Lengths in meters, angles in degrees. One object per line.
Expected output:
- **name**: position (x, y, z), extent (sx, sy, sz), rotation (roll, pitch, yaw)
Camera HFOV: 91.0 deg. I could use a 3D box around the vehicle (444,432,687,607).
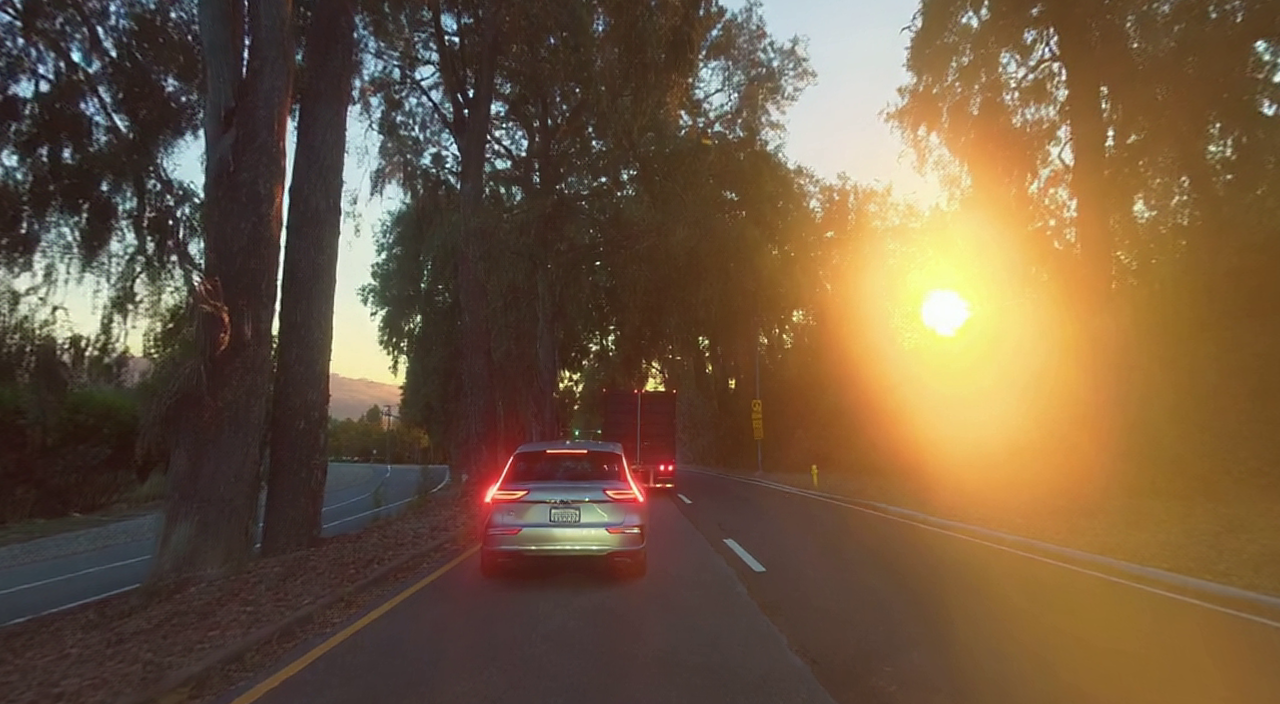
- **vehicle**: position (-0.633, 1.751, 7.510), extent (2.076, 1.490, 4.078), rotation (0, -9, 0)
